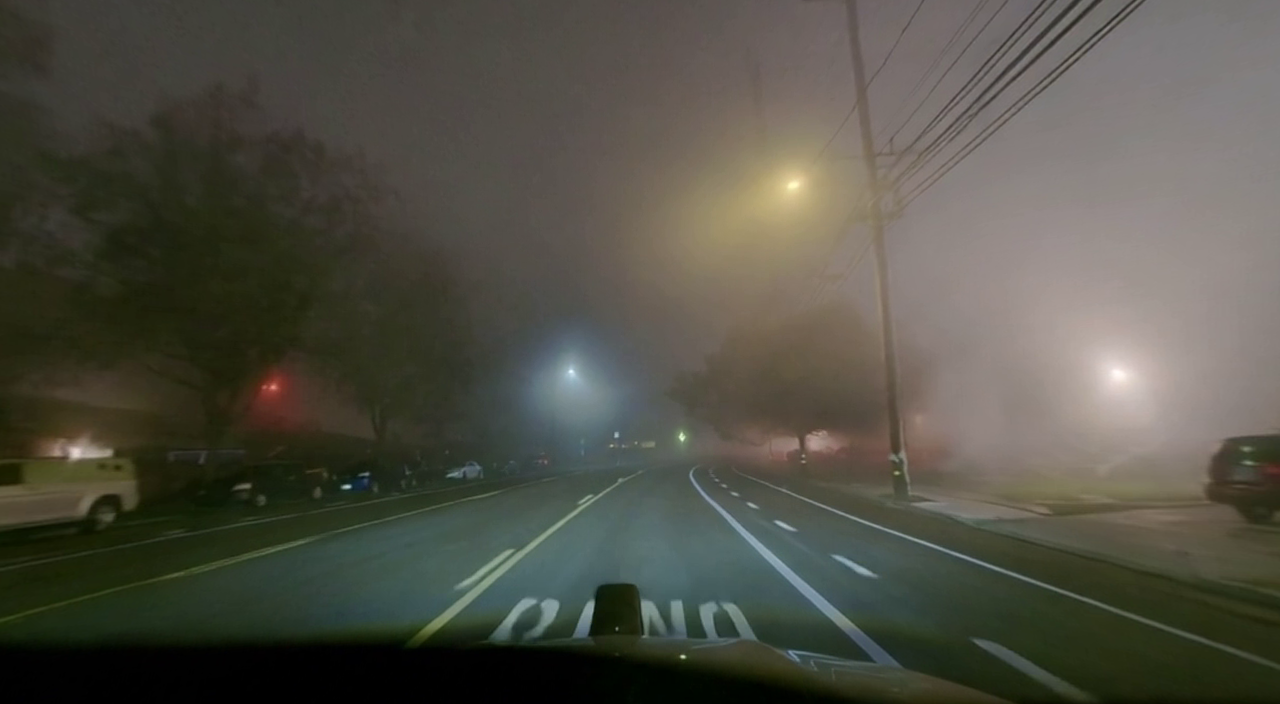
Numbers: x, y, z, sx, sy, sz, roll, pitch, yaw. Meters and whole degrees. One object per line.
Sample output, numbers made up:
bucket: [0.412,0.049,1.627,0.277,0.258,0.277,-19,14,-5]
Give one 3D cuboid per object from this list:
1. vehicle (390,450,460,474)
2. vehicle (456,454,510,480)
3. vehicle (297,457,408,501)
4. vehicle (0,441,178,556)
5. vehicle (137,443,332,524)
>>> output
vehicle: [-15.719,8.060,46.171,4.411,1.737,1.950,0,-9,-3]
vehicle: [-10.120,7.452,40.959,1.945,1.514,4.635,-1,-9,6]
vehicle: [-11.192,4.951,24.910,1.908,1.491,4.627,-1,-9,4]
vehicle: [-11.740,2.658,11.472,2.225,1.887,5.672,-3,-9,1]
vehicle: [-11.610,3.776,18.696,2.114,1.925,5.449,-3,-9,1]
